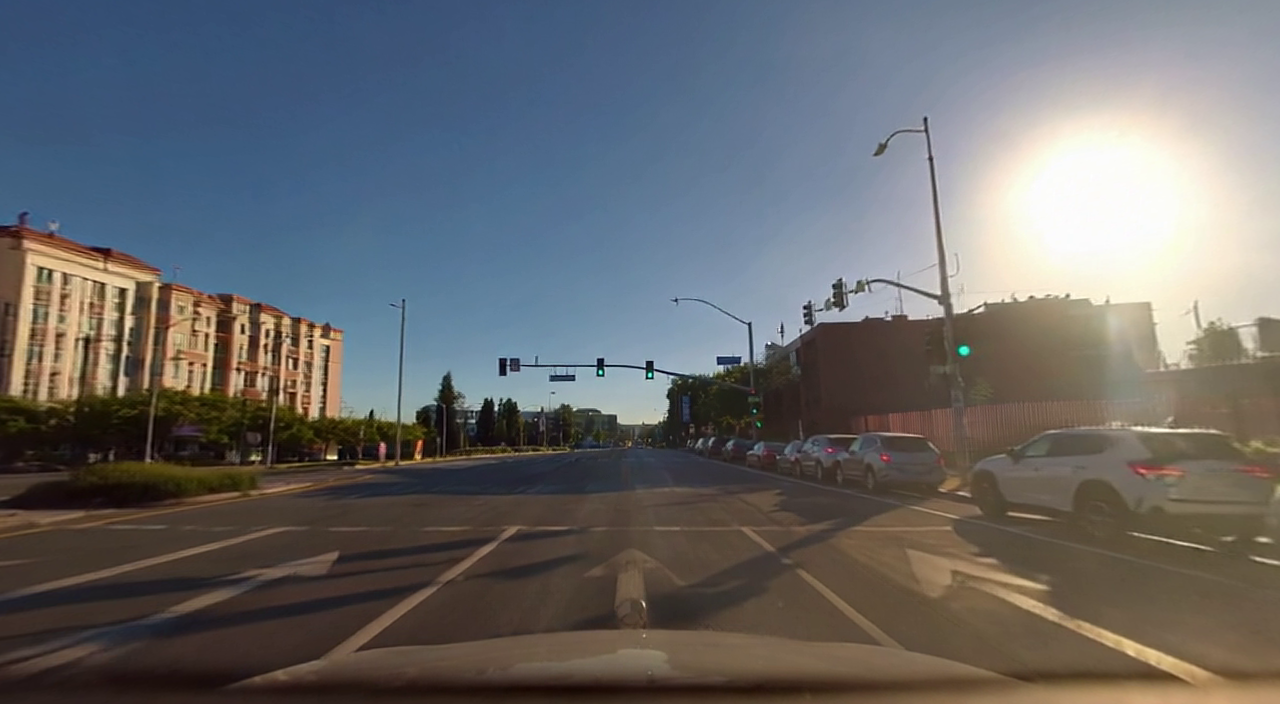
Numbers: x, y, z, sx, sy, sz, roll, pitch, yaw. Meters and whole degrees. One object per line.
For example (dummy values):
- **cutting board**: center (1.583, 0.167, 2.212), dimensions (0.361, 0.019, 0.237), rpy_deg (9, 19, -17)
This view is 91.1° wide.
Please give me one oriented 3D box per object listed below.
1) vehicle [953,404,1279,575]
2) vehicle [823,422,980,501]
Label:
- **vehicle**: center (6.501, 1.713, 8.588), dimensions (1.973, 1.674, 4.635), rpy_deg (0, -9, -1)
- **vehicle**: center (6.556, 2.806, 16.473), dimensions (1.984, 1.751, 4.759), rpy_deg (0, -9, -1)
